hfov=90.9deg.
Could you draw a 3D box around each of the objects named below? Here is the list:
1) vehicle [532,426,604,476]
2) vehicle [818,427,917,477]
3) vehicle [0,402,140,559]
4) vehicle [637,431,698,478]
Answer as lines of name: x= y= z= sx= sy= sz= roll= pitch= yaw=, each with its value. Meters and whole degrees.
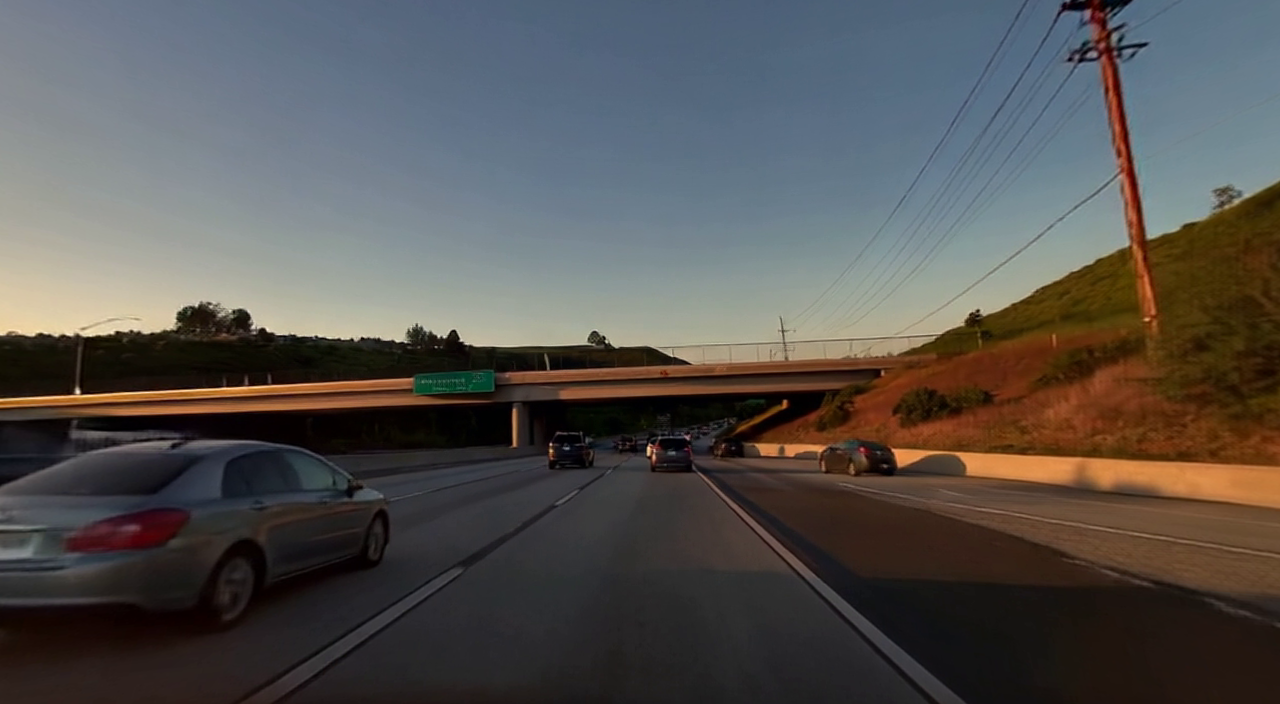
vehicle: x=-2.883 y=4.118 z=26.414 sx=2.228 sy=1.845 sz=4.847 roll=-1 pitch=-8 yaw=2
vehicle: x=9.771 y=4.351 z=27.609 sx=2.059 sy=1.938 sz=4.793 roll=1 pitch=-8 yaw=-7
vehicle: x=-8.055 y=1.358 z=6.507 sx=2.062 sy=1.702 sz=4.587 roll=0 pitch=-8 yaw=-1
vehicle: x=0.982 y=3.984 z=24.729 sx=2.193 sy=1.651 sz=3.946 roll=0 pitch=-8 yaw=0
